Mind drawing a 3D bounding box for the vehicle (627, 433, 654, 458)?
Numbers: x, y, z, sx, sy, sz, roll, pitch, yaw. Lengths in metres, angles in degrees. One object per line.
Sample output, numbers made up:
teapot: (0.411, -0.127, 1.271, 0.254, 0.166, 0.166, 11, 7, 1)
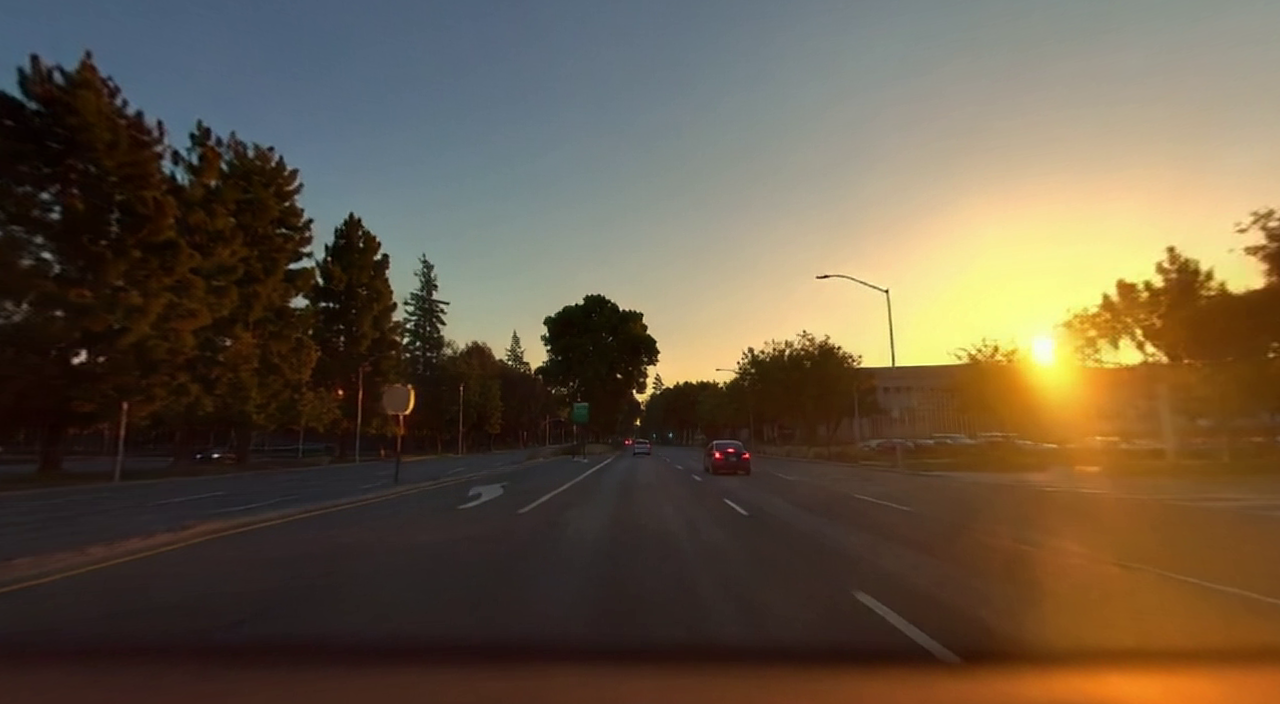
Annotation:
vehicle: (0.030, 7.086, 47.989, 1.988, 1.800, 4.322, 0, -8, 0)

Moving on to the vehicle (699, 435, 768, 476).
vehicle: (3.645, 4.126, 25.512, 1.948, 1.479, 4.620, 0, -8, -2)
